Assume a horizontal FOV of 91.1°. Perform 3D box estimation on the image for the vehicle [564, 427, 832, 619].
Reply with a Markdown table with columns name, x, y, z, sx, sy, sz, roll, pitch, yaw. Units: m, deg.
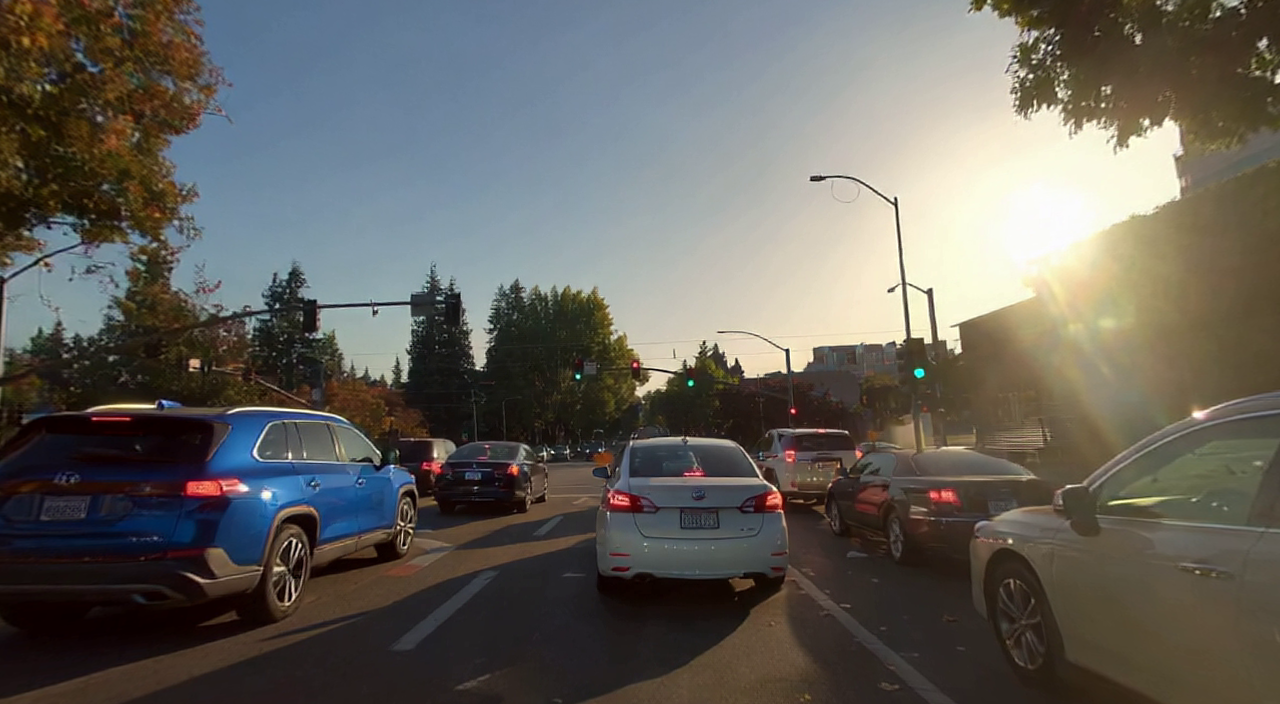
| name | x | y | z | sx | sy | sz | roll | pitch | yaw |
| --- | --- | --- | --- | --- | --- | --- | --- | --- | --- |
| vehicle | 0.442 | 1.612 | 6.852 | 2.051 | 1.460 | 3.932 | 0 | -8 | 0 |

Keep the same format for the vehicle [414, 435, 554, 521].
| name | x | y | z | sx | sy | sz | roll | pitch | yaw |
| --- | --- | --- | --- | --- | --- | --- | --- | --- | --- |
| vehicle | -3.071 | 2.566 | 13.330 | 1.868 | 1.516 | 4.114 | 0 | -8 | 1 |

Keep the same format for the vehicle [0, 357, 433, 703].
| name | x | y | z | sx | sy | sz | roll | pitch | yaw |
| --- | --- | --- | --- | --- | --- | --- | --- | --- | --- |
| vehicle | -3.466 | 1.220 | 5.286 | 1.889 | 1.767 | 4.289 | 0 | -8 | 1 |

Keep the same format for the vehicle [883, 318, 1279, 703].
| name | x | y | z | sx | sy | sz | roll | pitch | yaw |
| --- | --- | --- | --- | --- | --- | --- | --- | --- | --- |
| vehicle | 3.030 | 0.921 | 3.052 | 1.880 | 1.747 | 4.500 | 0 | -8 | 0 |
